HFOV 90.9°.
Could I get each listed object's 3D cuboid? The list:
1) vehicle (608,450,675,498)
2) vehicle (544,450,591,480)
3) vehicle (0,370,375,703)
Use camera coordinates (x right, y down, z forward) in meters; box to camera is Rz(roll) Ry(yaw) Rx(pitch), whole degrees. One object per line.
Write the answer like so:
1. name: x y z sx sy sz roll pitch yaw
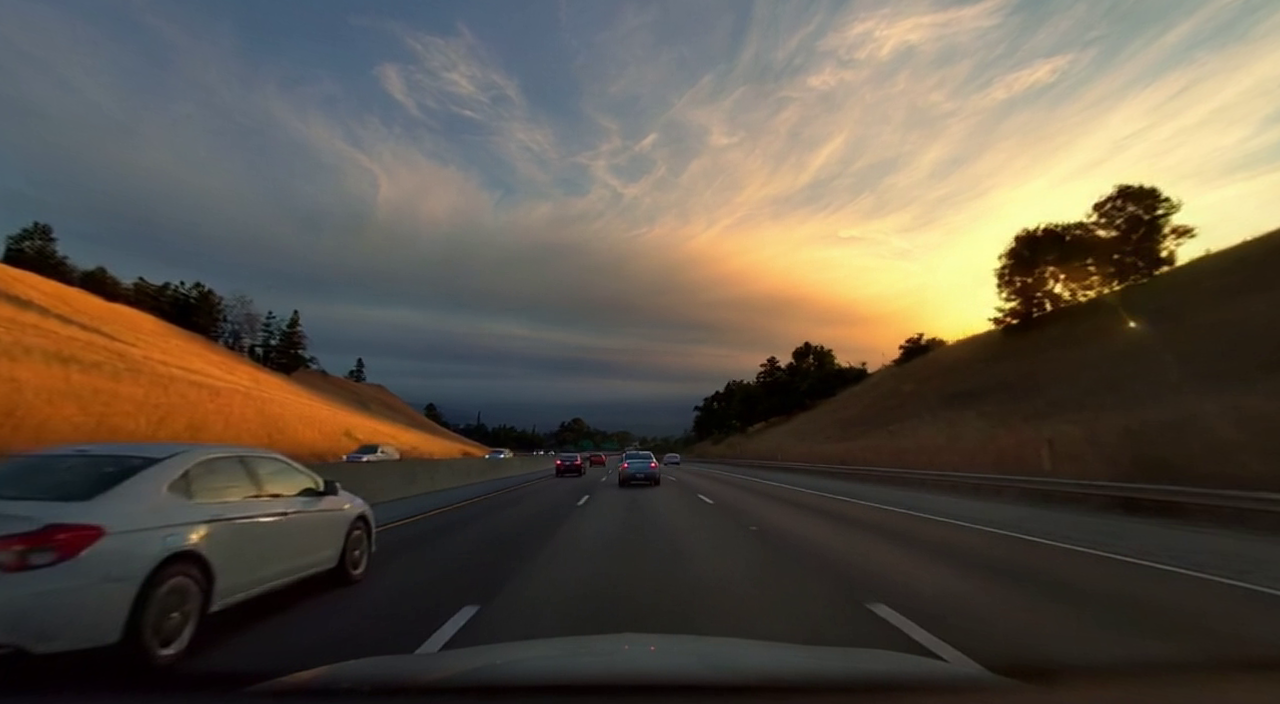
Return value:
1. vehicle: 0.015 3.989 20.960 2.023 1.400 4.028 0 -9 -1
2. vehicle: -3.969 6.254 35.131 2.153 1.581 4.375 0 -9 0
3. vehicle: -3.697 1.154 4.251 2.048 1.621 4.058 0 -9 0
